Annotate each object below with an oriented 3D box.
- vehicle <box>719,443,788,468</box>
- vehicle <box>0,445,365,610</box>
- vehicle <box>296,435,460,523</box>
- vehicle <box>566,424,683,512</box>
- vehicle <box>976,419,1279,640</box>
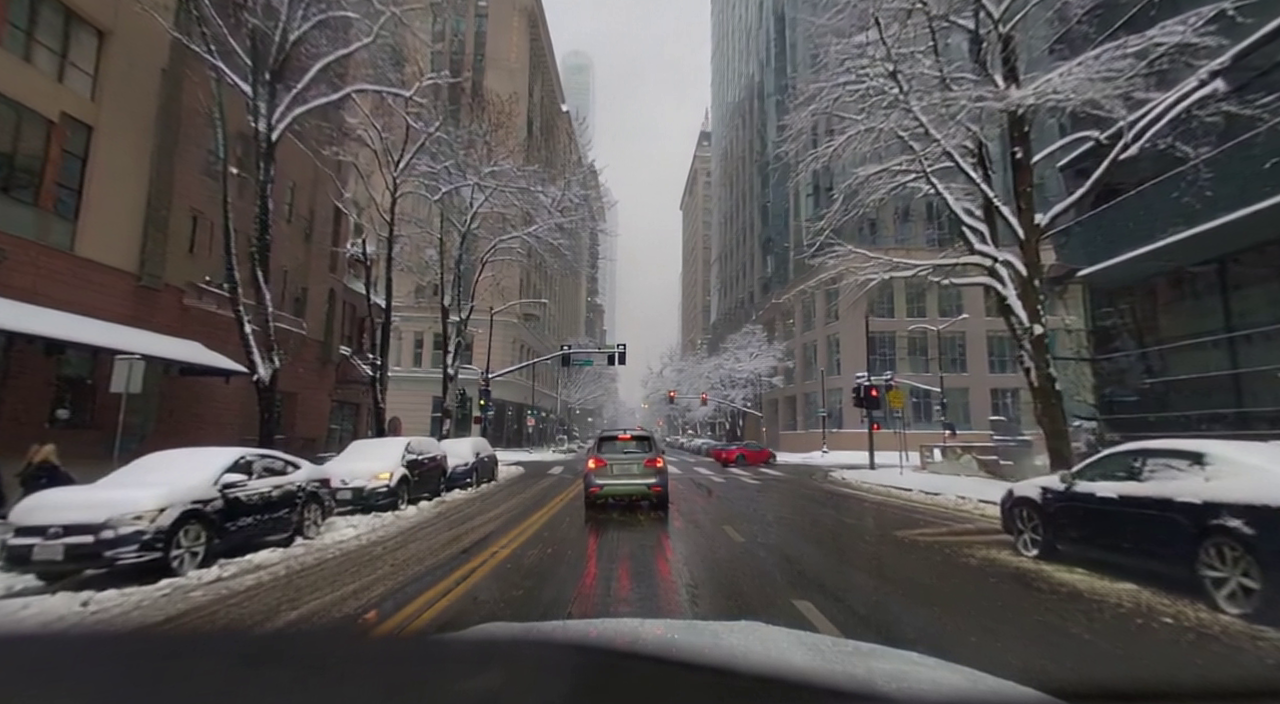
[{"bbox_3d":[7.560,6.864,41.921,4.638,1.555,1.824,6,-11,-36],"label":"vehicle"},{"bbox_3d":[-5.591,1.945,8.030,1.841,1.466,4.364,-2,-9,6],"label":"vehicle"},{"bbox_3d":[-5.778,2.830,14.684,1.904,1.684,4.529,0,-9,-1],"label":"vehicle"},{"bbox_3d":[-0.278,2.555,14.276,2.258,1.687,3.934,-1,-9,1],"label":"vehicle"},{"bbox_3d":[5.958,1.681,6.912,2.004,1.699,4.525,0,-9,-1],"label":"vehicle"}]
